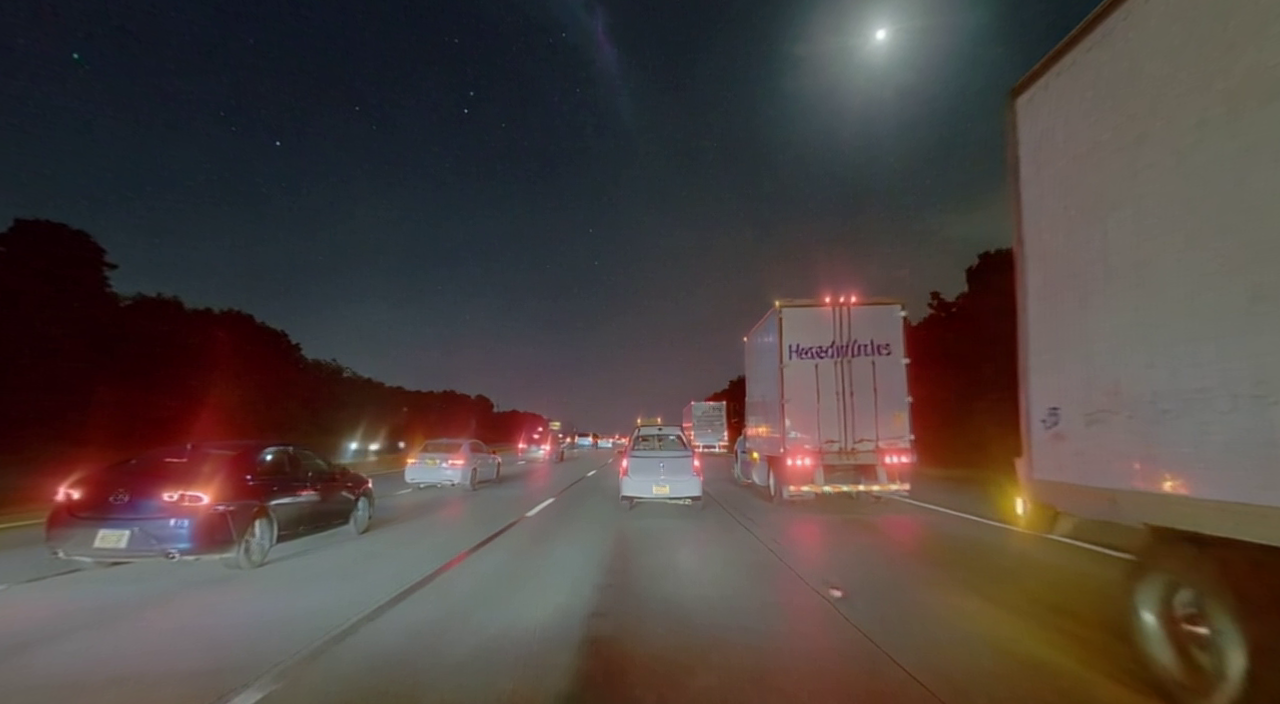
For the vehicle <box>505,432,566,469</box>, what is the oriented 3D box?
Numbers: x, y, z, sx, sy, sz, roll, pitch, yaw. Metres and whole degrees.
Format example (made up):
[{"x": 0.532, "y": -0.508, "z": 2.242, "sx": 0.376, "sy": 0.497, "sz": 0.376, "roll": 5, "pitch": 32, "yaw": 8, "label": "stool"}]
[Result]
[{"x": -4.537, "y": 4.339, "z": 28.035, "sx": 1.887, "sy": 1.493, "sz": 4.411, "roll": 0, "pitch": -8, "yaw": 1, "label": "vehicle"}]

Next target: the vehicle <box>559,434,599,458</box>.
[{"x": -3.836, "y": 5.964, "z": 40.174, "sx": 2.005, "sy": 1.475, "sz": 4.466, "roll": 0, "pitch": -8, "yaw": 2, "label": "vehicle"}]

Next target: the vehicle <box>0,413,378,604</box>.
[{"x": -4.586, "y": 1.505, "z": 6.941, "sx": 1.821, "sy": 1.514, "sz": 3.677, "roll": 0, "pitch": -8, "yaw": 0, "label": "vehicle"}]

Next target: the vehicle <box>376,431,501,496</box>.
[{"x": -5.032, "y": 2.815, "z": 16.380, "sx": 1.880, "sy": 1.458, "sz": 3.978, "roll": 0, "pitch": -8, "yaw": 1, "label": "vehicle"}]

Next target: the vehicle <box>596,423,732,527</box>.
[{"x": 0.328, "y": 2.036, "z": 11.011, "sx": 1.973, "sy": 1.505, "sz": 3.568, "roll": 0, "pitch": -8, "yaw": -1, "label": "vehicle"}]

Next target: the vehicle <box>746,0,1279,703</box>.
[{"x": 4.009, "y": 0.346, "z": 7.822, "sx": 2.817, "sy": 3.989, "sz": 14.321, "roll": 0, "pitch": -8, "yaw": 0, "label": "vehicle"}]
